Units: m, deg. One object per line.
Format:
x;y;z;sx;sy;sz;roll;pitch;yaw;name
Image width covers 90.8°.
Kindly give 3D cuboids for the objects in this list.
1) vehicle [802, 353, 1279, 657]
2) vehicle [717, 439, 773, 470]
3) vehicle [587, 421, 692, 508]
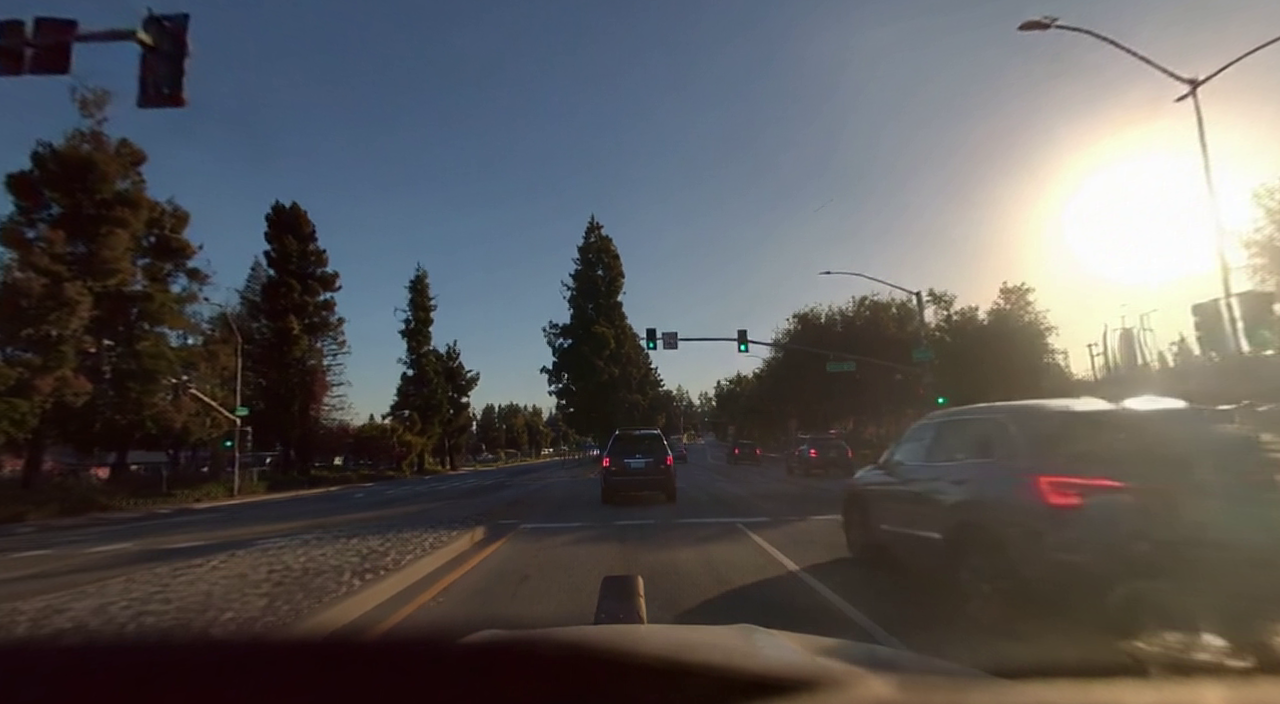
3.399;1.290;6.420;2.057;1.788;5.216;-1;-9;0;vehicle
6.339;6.296;38.930;2.440;1.775;4.791;0;-9;-2;vehicle
-0.059;2.834;16.237;2.353;1.894;4.122;0;-9;-1;vehicle
